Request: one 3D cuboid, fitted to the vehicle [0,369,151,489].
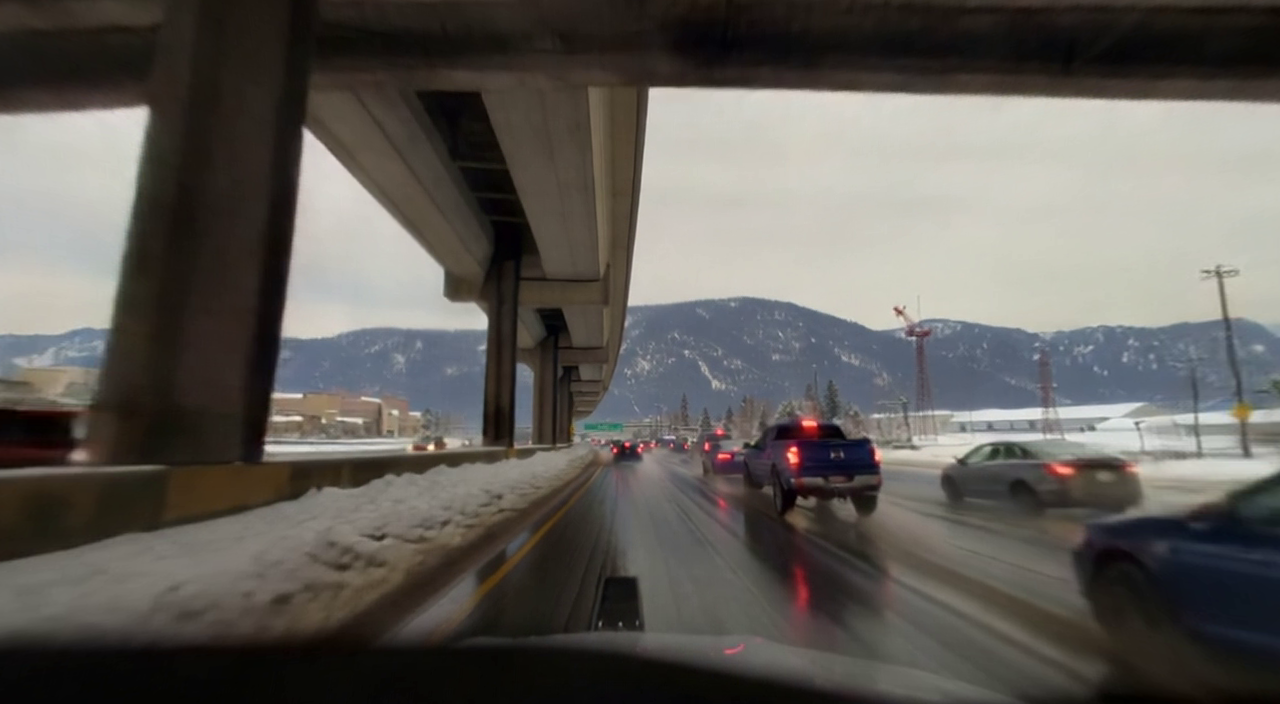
[{"bbox_3d":[-10.943,1.275,10.323,2.118,1.831,4.729,0,-8,-1],"label":"vehicle"}]

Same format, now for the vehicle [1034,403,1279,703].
[{"bbox_3d":[3.907,0.863,2.043,2.048,1.497,4.952,0,-8,0],"label":"vehicle"}]

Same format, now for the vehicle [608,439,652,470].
[{"bbox_3d":[-0.570,5.517,34.287,2.266,1.549,3.978,0,-8,-1],"label":"vehicle"}]

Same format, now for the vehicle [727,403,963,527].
[{"bbox_3d":[3.933,2.407,14.150,2.747,2.061,7.011,0,-8,-2],"label":"vehicle"}]

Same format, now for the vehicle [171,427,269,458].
[{"bbox_3d":[-21.550,4.688,32.722,1.899,1.489,4.952,0,-8,-3],"label":"vehicle"}]

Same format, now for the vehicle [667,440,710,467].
[{"bbox_3d":[2.923,6.251,39.090,2.057,1.517,4.538,0,-8,-3],"label":"vehicle"}]

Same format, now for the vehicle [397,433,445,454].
[{"bbox_3d":[-16.242,6.846,47.099,1.974,1.493,4.796,0,-8,-2],"label":"vehicle"}]
